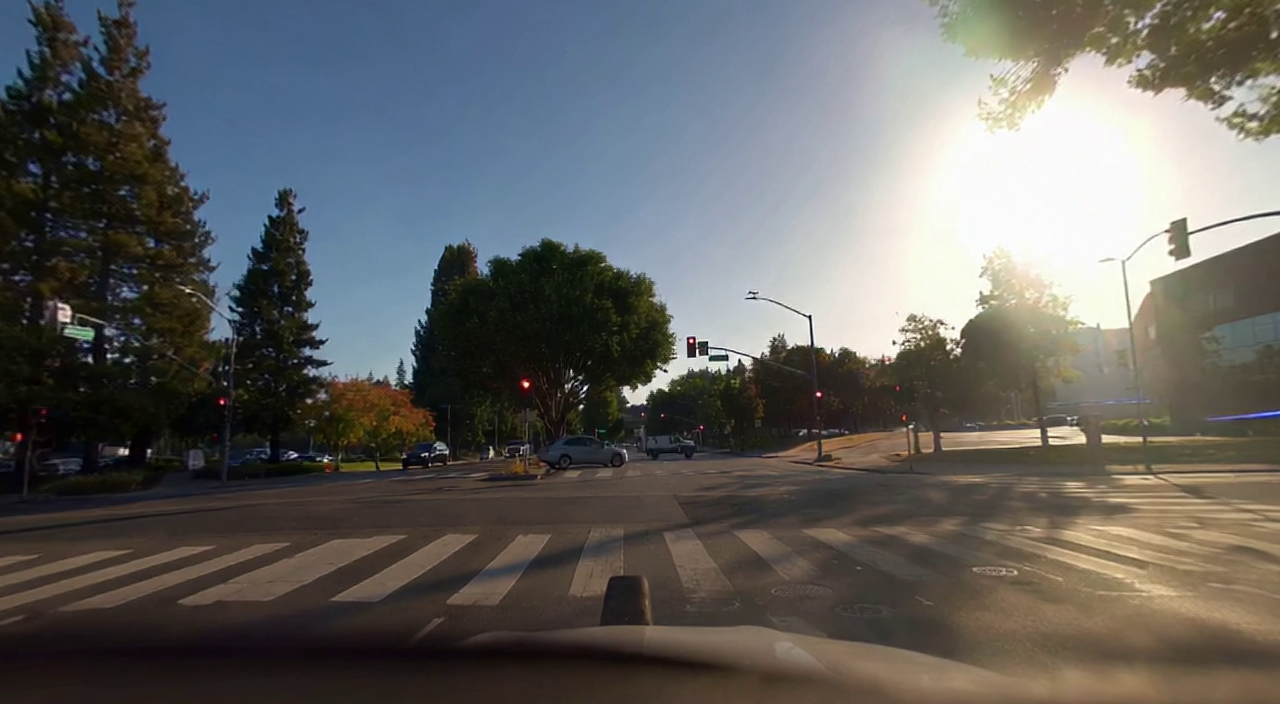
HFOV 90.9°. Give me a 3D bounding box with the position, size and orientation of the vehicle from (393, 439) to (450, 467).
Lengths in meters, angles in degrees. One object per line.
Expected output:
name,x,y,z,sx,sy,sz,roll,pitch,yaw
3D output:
vehicle,-14.773,6.833,42.937,2.169,1.753,4.640,0,-8,0

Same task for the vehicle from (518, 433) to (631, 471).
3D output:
vehicle,-2.774,4.375,27.725,2.521,1.522,4.418,-7,-11,39
